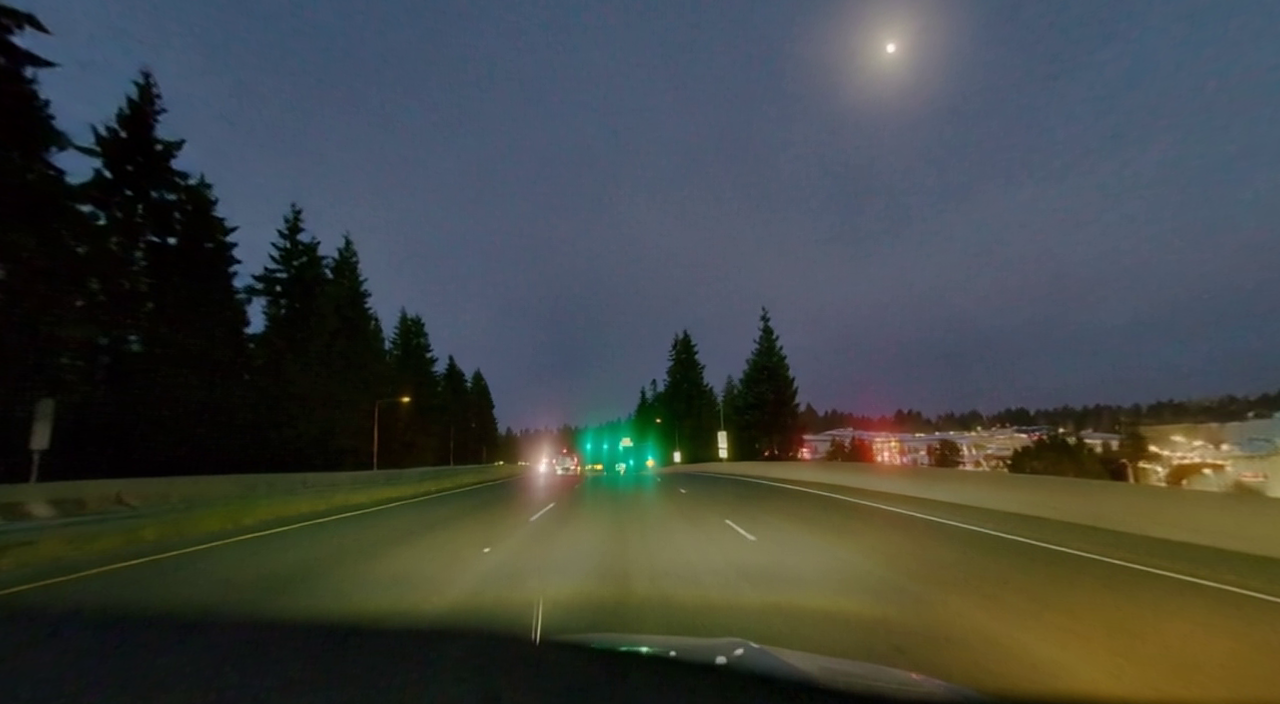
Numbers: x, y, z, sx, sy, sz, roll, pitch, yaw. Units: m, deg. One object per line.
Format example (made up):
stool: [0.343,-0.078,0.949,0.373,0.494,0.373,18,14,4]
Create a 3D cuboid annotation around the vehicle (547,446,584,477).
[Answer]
vehicle: [-5.553,8.211,47.706,2.323,2.252,4.808,0,-9,-2]
